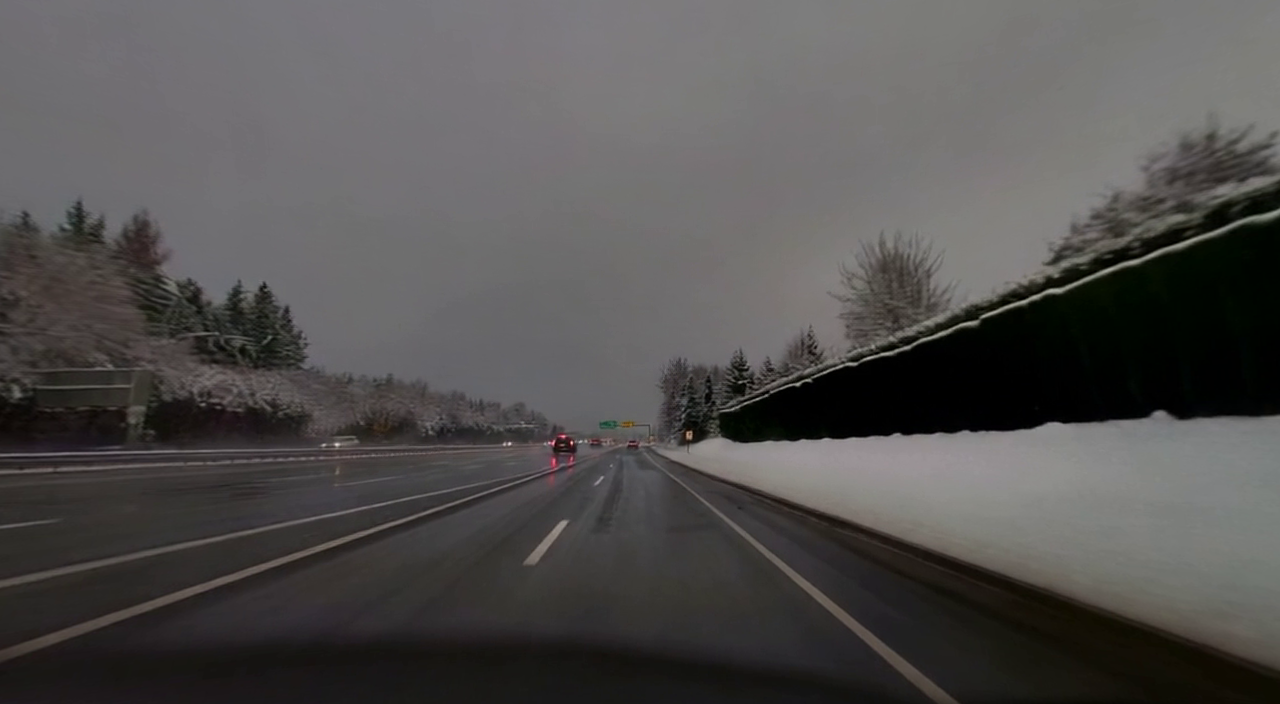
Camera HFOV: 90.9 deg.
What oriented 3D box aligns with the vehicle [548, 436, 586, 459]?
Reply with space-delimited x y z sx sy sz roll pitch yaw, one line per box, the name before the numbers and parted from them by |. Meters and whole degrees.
vehicle | -5.356 7.059 46.777 2.141 1.612 3.998 0 -8 3
